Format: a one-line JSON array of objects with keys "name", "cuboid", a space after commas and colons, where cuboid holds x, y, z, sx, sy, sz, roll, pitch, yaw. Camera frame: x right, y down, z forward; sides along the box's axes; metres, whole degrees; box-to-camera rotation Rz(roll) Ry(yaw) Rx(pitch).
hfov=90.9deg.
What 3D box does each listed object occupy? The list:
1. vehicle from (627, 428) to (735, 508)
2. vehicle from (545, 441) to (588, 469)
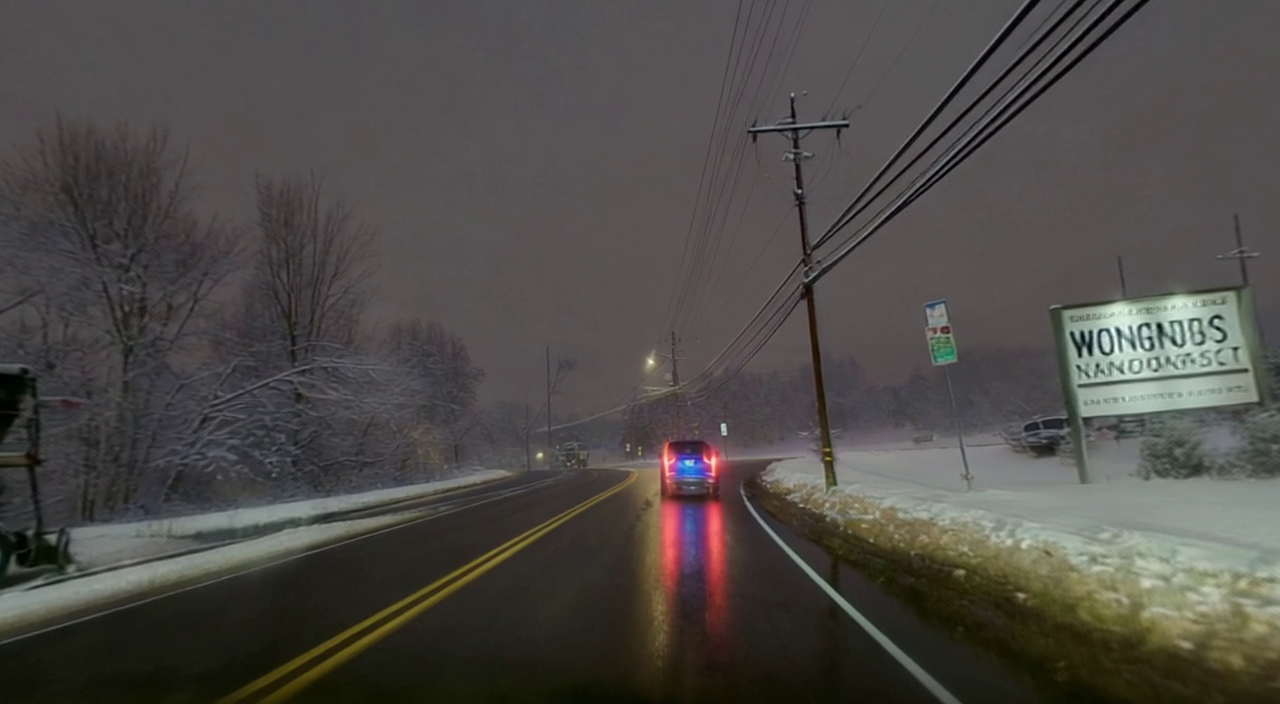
[{"name": "vehicle", "cuboid": [0.845, 2.510, 14.026, 2.081, 1.503, 3.726, 0, -8, 2]}, {"name": "vehicle", "cuboid": [-5.603, 7.697, 47.375, 2.668, 1.981, 5.575, 2, -9, -12]}]
